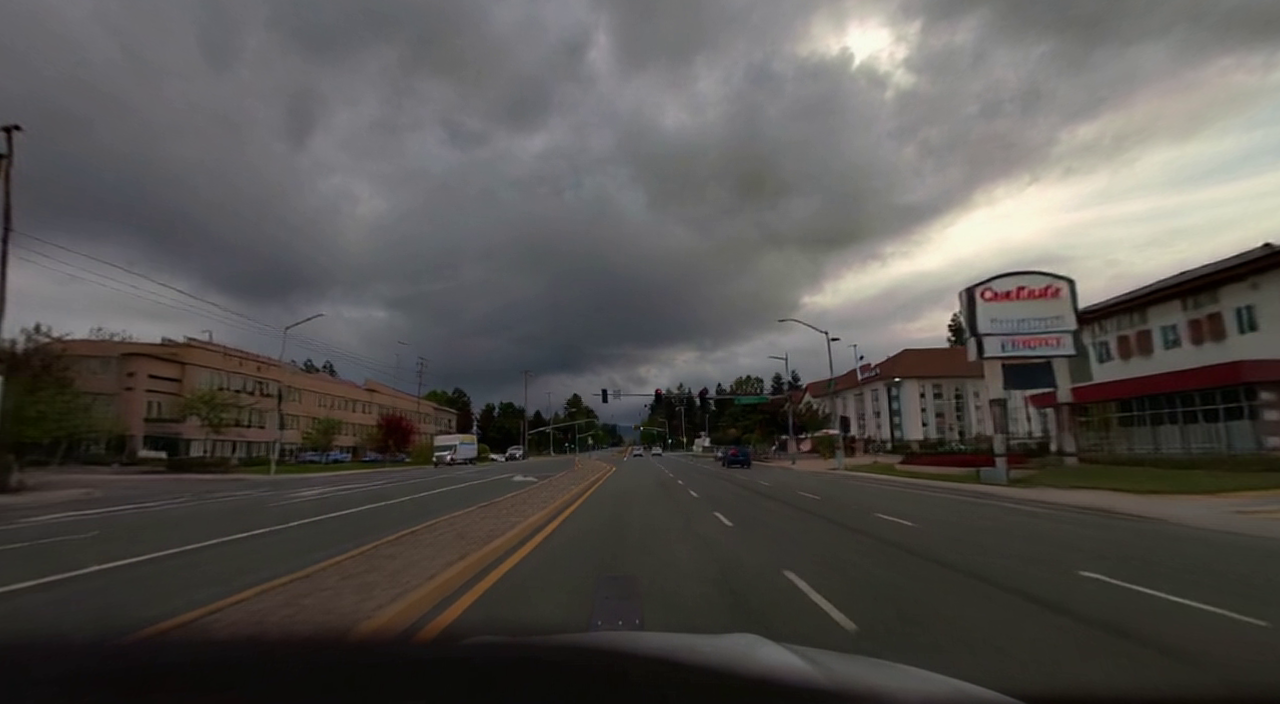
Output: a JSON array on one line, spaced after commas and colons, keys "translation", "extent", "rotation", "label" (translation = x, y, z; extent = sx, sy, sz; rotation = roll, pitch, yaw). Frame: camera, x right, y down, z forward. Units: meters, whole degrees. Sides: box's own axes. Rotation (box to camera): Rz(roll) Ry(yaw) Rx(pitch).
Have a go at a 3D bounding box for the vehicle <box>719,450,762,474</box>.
[{"translation": [6.365, 7.014, 40.503], "extent": [1.916, 1.437, 4.327], "rotation": [0, -9, -2], "label": "vehicle"}]
